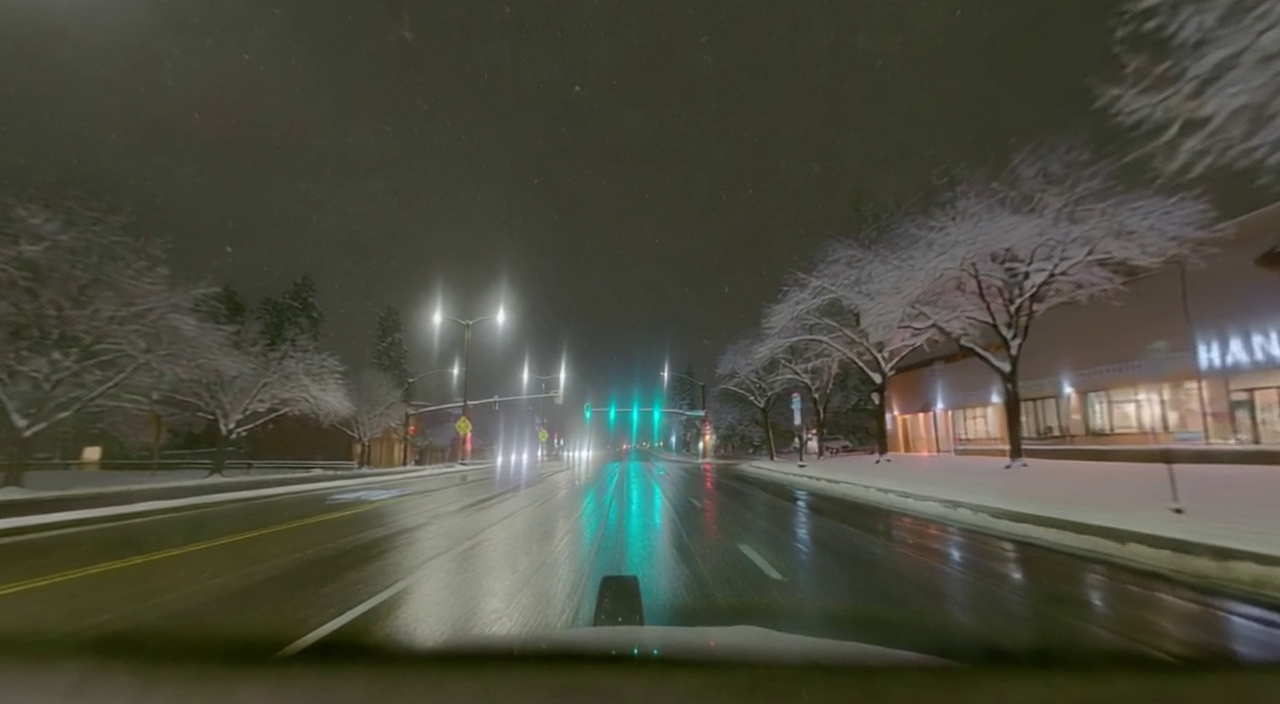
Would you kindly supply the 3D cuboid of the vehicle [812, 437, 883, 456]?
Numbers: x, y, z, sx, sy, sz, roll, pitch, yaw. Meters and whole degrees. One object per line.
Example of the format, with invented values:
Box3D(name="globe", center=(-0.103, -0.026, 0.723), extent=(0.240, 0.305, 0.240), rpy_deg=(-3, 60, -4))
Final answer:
Box3D(name="vehicle", center=(16.329, 7.481, 49.726), extent=(4.960, 1.505, 1.941), rpy_deg=(0, -9, 0))
